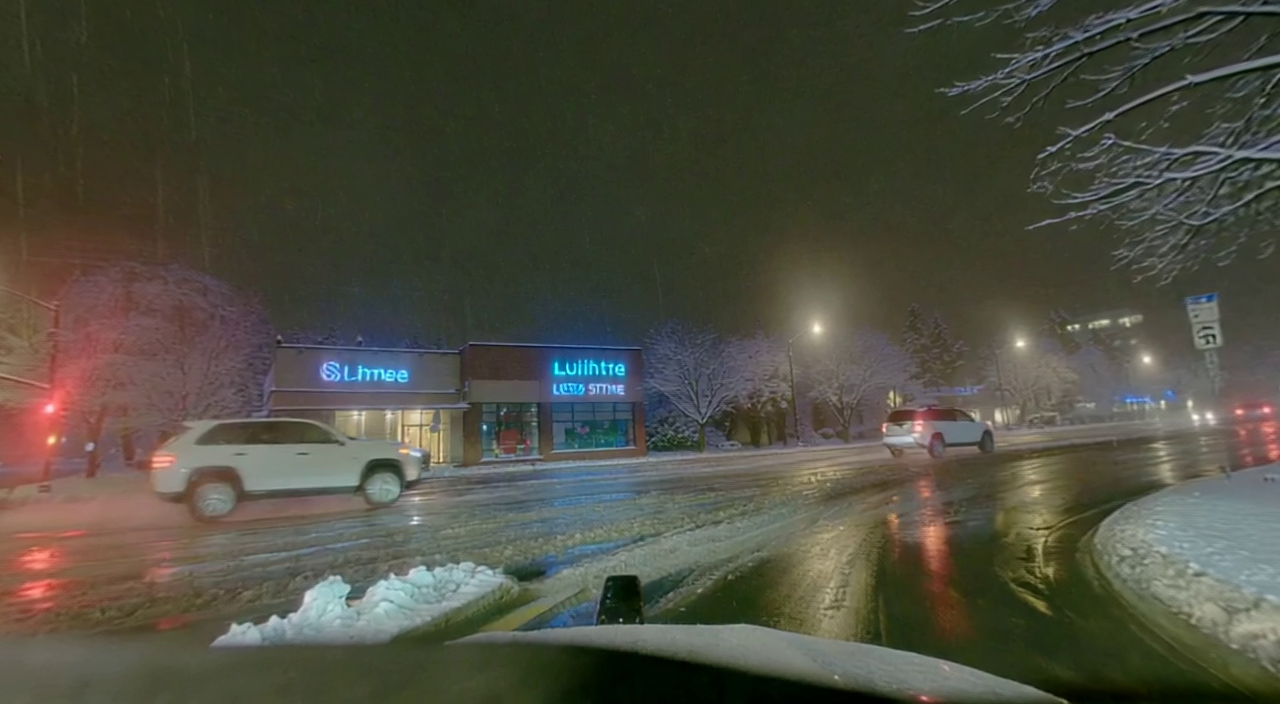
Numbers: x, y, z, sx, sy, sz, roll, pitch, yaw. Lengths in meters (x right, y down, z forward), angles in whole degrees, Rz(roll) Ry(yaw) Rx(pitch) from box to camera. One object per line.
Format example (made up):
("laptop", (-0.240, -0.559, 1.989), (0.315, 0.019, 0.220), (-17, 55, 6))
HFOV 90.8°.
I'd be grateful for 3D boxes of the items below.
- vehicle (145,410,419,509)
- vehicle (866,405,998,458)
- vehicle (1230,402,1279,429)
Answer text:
("vehicle", (-7.465, 2.255, 13.556), (4.689, 1.758, 2.146), (6, -10, -33))
("vehicle", (9.920, 2.742, 21.391), (4.377, 1.624, 1.953), (6, -10, -34))
("vehicle", (43.855, 4.545, 44.658), (4.509, 1.691, 1.983), (6, -10, -34))
